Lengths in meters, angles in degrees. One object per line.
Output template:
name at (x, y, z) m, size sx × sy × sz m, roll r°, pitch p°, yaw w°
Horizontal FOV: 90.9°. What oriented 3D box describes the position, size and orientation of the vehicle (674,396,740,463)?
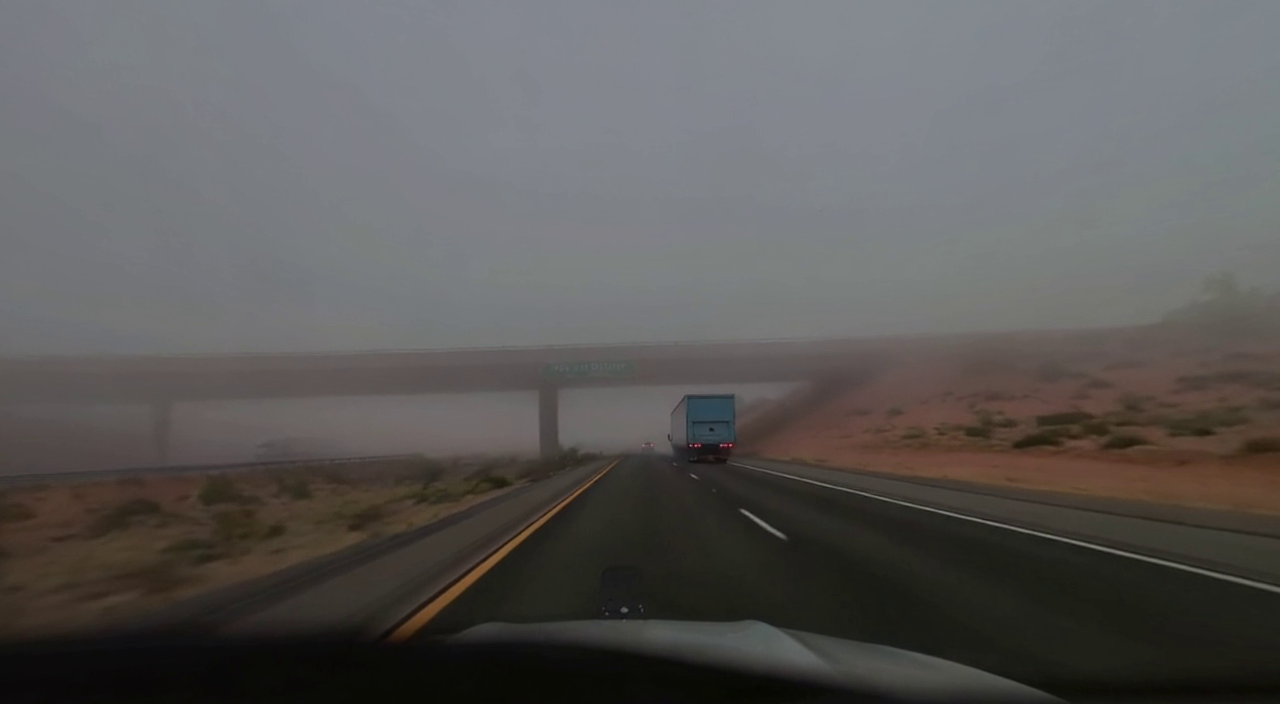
vehicle at (4.154, 5.203, 41.583) m, size 3.024 × 3.834 × 10.128 m, roll 0°, pitch -8°, yaw -1°
